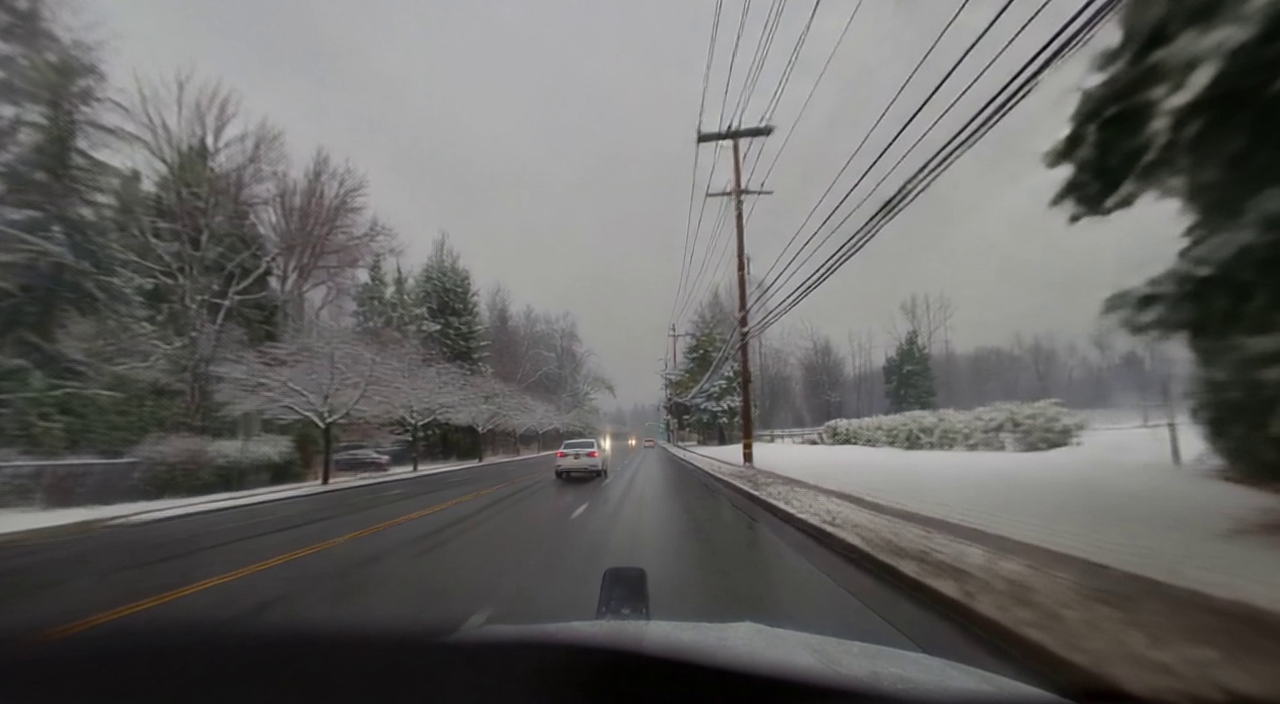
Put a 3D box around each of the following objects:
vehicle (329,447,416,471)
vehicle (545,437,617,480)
[{"bbox_3d":[-17.839,7.140,42.152,4.916,1.474,2.008,0,-8,1],"label":"vehicle"},{"bbox_3d":[-2.141,4.049,24.286,2.153,1.461,4.374,-1,-8,3],"label":"vehicle"}]
